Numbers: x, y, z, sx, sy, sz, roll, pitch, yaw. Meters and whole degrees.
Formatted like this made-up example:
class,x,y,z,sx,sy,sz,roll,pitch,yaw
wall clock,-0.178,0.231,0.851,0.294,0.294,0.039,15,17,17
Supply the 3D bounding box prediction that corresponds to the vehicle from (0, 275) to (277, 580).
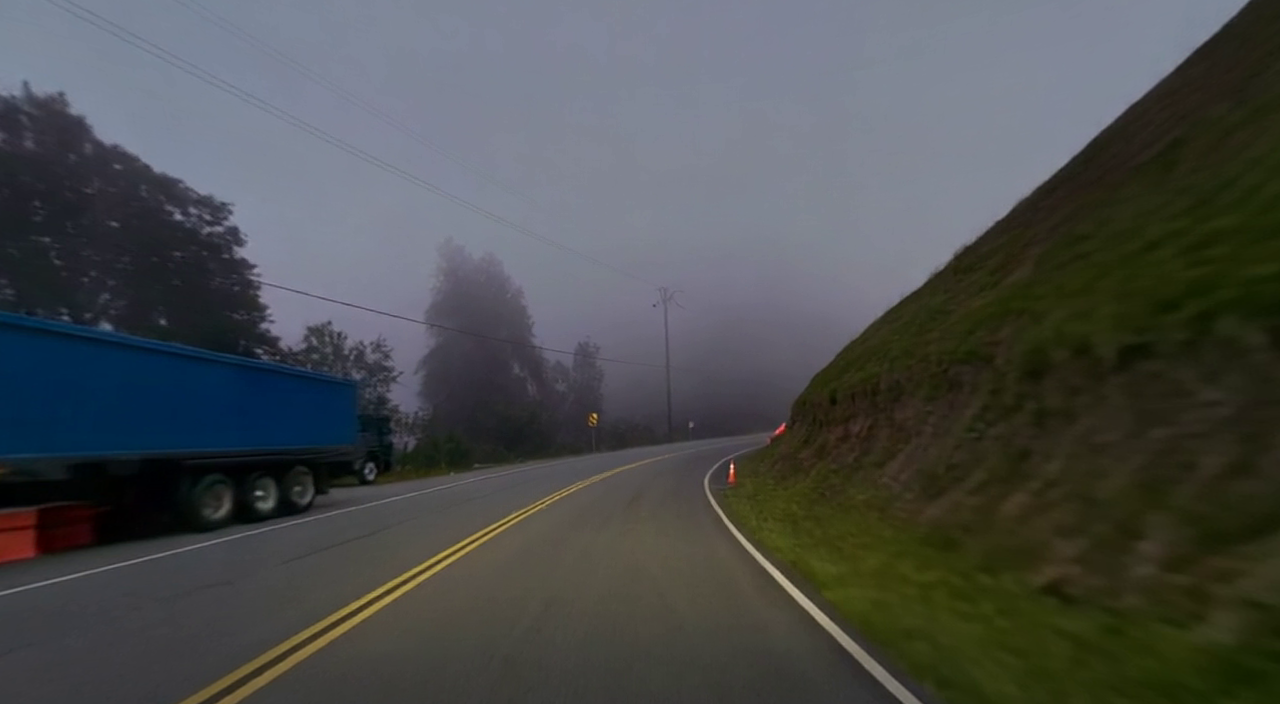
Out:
class,x,y,z,sx,sy,sz,roll,pitch,yaw
vehicle,-8.187,1.048,7.958,3.031,3.185,7.053,-4,-8,1
